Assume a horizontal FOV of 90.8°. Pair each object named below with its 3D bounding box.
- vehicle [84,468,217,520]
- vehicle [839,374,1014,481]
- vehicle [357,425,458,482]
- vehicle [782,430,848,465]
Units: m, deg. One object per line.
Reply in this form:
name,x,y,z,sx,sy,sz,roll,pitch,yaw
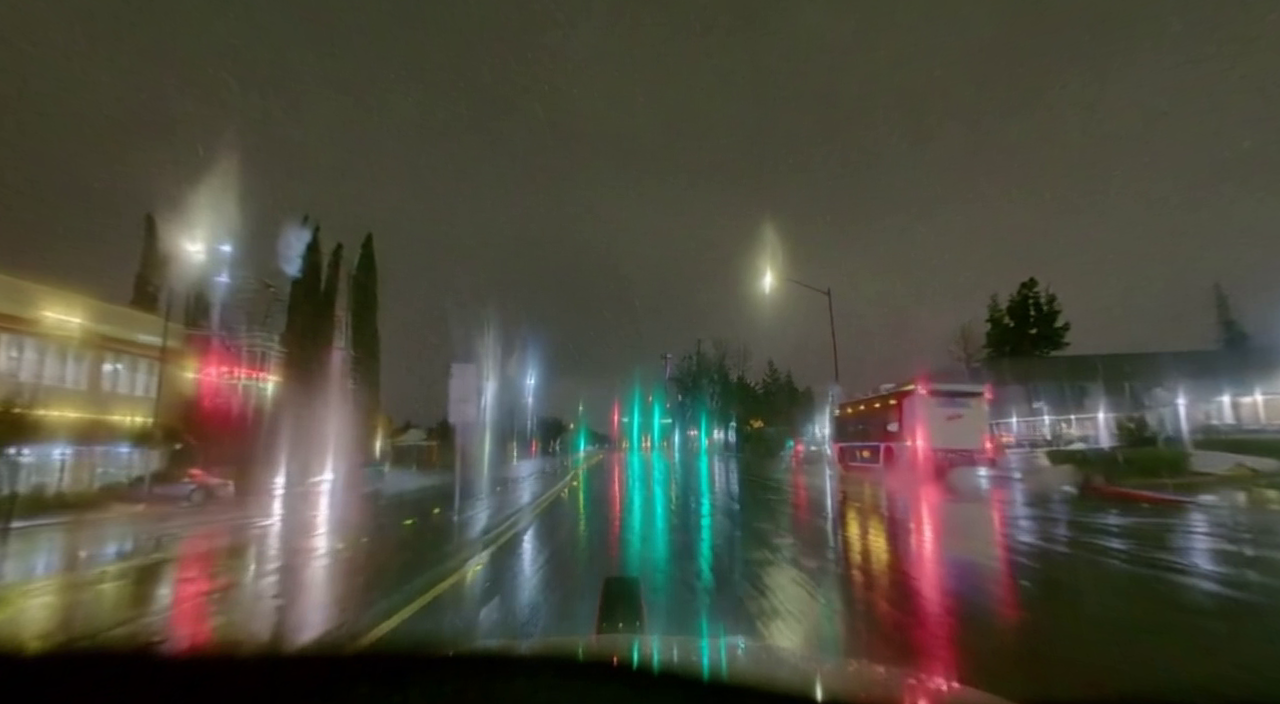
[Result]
vehicle,-19.581,5.655,25.585,1.984,1.578,4.507,-4,-8,-2
vehicle,9.773,2.788,22.696,2.923,3.249,6.993,0,-8,0
vehicle,-15.346,6.831,42.846,3.179,3.378,9.825,0,-8,0
vehicle,9.689,5.350,35.466,2.147,1.781,5.063,0,-8,-1
